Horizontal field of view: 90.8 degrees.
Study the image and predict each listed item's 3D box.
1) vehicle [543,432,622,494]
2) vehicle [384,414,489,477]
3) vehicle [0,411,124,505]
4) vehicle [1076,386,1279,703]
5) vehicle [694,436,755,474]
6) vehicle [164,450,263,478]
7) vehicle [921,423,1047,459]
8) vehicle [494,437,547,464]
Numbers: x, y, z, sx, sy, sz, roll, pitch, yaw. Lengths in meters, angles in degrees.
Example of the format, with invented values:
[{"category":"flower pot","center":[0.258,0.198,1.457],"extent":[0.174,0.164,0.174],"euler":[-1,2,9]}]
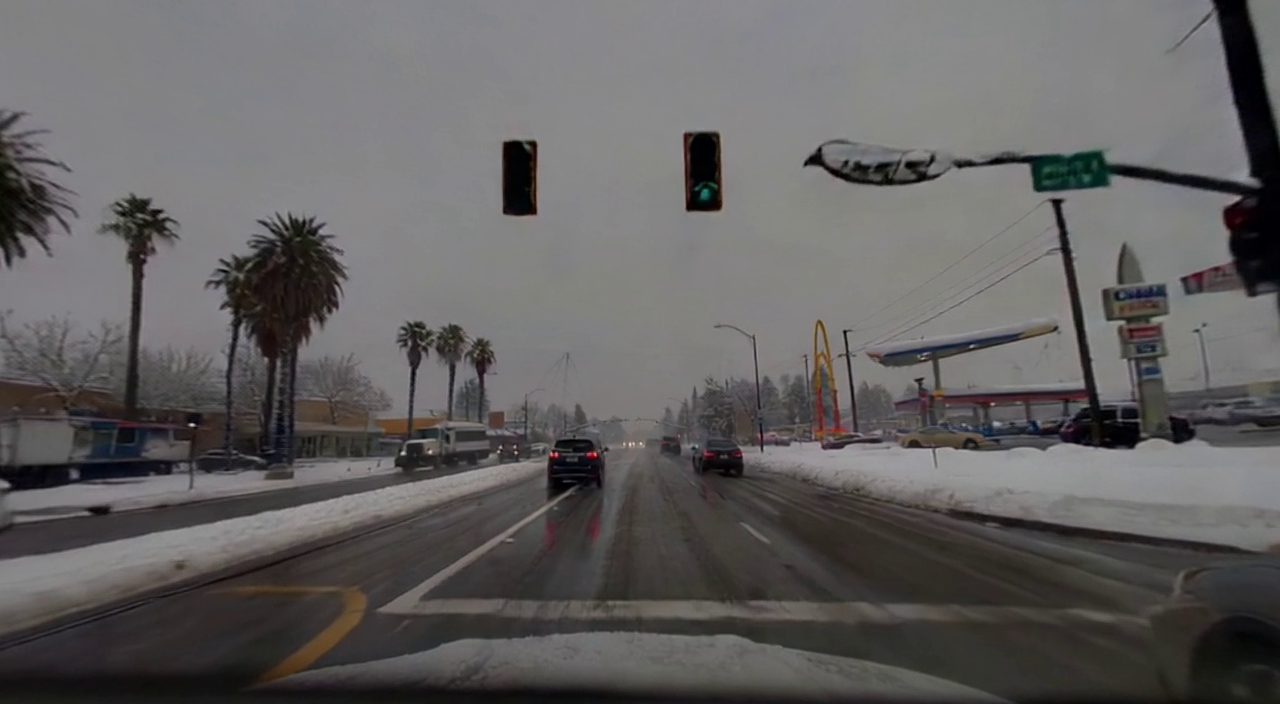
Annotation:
[{"category":"vehicle","center":[-1.659,3.181,18.338],"extent":[2.021,1.550,4.090],"euler":[0,-9,-5]},{"category":"vehicle","center":[-10.814,5.093,34.677],"extent":[2.662,2.995,8.344],"euler":[0,-8,2]},{"category":"vehicle","center":[-24.019,3.929,23.340],"extent":[2.791,3.271,7.924],"euler":[-1,-9,3]},{"category":"vehicle","center":[3.448,0.699,1.359],"extent":[1.987,1.474,4.198],"euler":[-1,-9,0]},{"category":"vehicle","center":[3.458,4.307,26.564],"extent":[1.889,1.448,4.262],"euler":[0,-9,-1]},{"category":"vehicle","center":[-30.067,7.911,44.672],"extent":[5.349,1.859,2.259],"euler":[-1,-10,0]},{"category":"vehicle","center":[14.627,3.827,27.031],"extent":[4.293,1.438,1.773],"euler":[-1,-9,1]},{"category":"vehicle","center":[-8.696,7.254,46.387],"extent":[2.169,1.853,4.853],"euler":[-2,-9,10]}]
